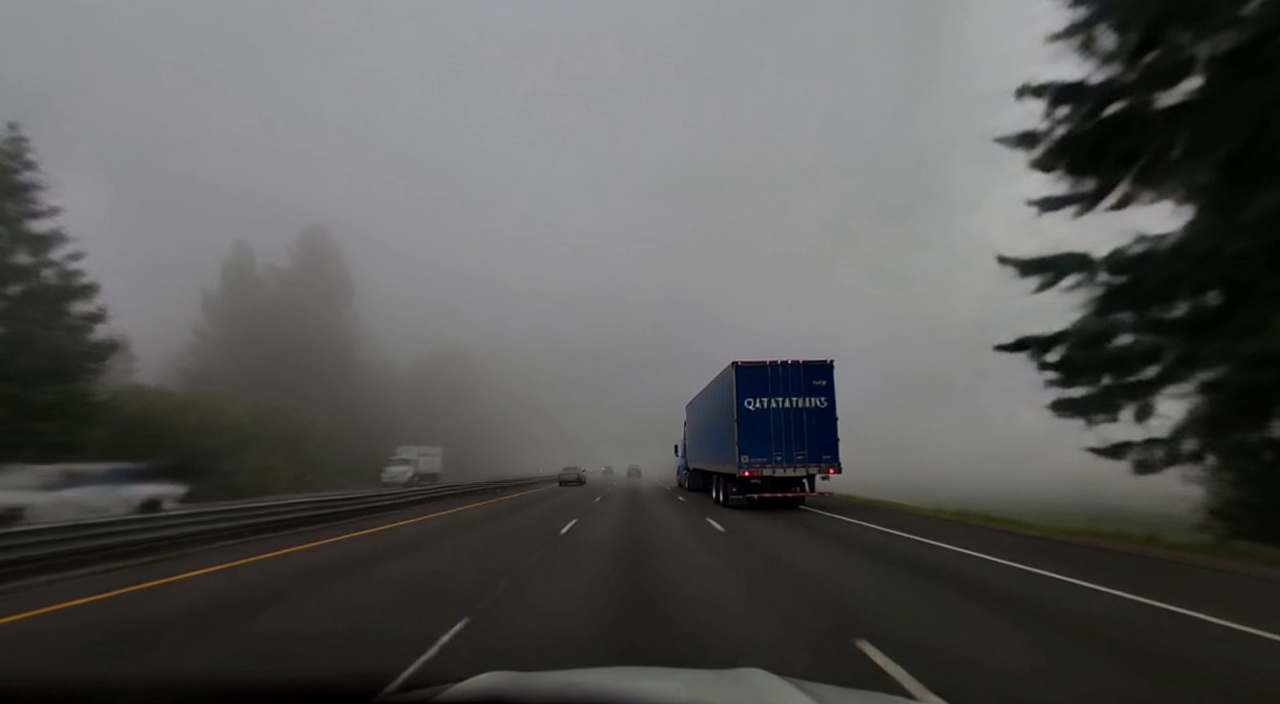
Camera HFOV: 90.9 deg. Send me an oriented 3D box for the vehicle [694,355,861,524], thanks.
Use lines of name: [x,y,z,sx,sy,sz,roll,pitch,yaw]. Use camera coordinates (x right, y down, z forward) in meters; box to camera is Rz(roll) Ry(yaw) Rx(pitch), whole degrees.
vehicle: [3.736,3.039,20.512,2.871,4.032,10.642,1,-10,-1]

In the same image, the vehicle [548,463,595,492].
vehicle: [-3.982,7.408,37.470,2.180,1.556,4.895,1,-10,0]
